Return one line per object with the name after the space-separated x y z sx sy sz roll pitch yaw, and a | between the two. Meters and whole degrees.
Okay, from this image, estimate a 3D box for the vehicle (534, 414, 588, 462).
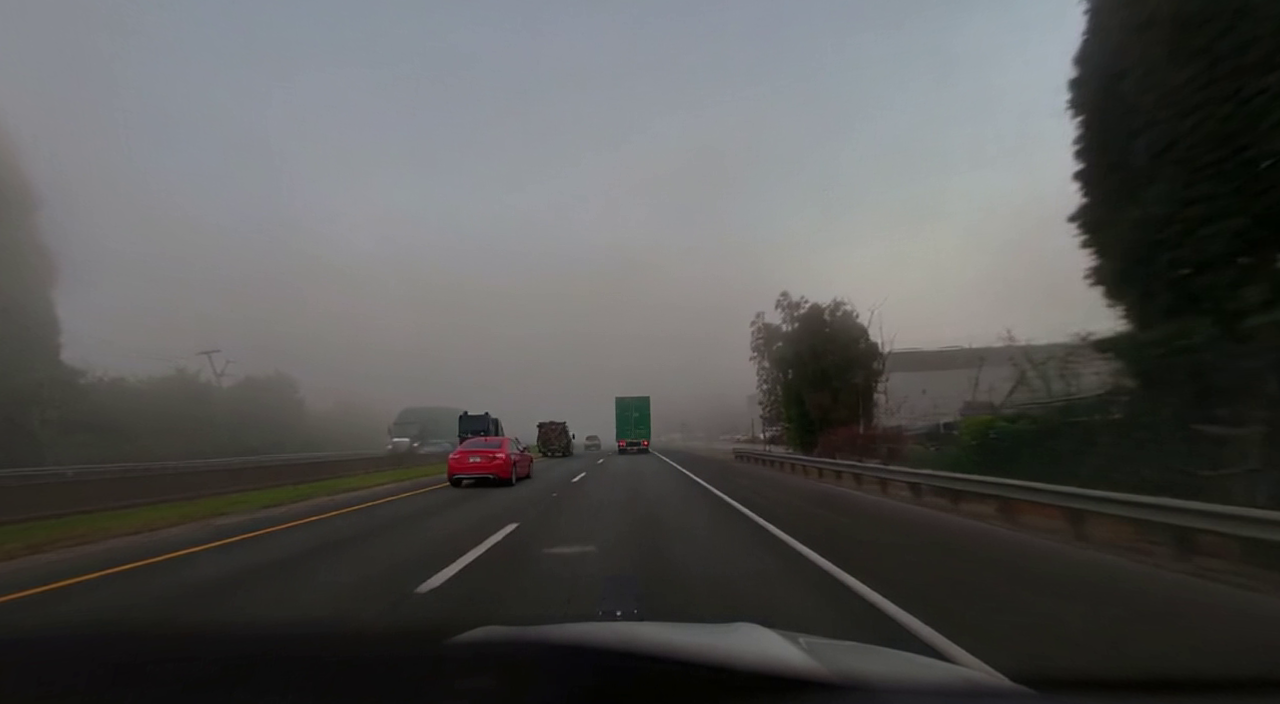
-4.848 5.467 40.059 2.717 2.714 6.997 0 -8 -1 | vehicle

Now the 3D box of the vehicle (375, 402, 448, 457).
-17.122 5.907 47.691 3.295 3.920 5.858 0 -8 -1 | vehicle

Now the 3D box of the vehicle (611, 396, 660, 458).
-0.462 5.624 46.696 3.259 4.066 9.891 0 -8 -2 | vehicle

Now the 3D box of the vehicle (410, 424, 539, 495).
-4.175 2.786 16.886 2.005 1.602 5.131 0 -8 1 | vehicle
